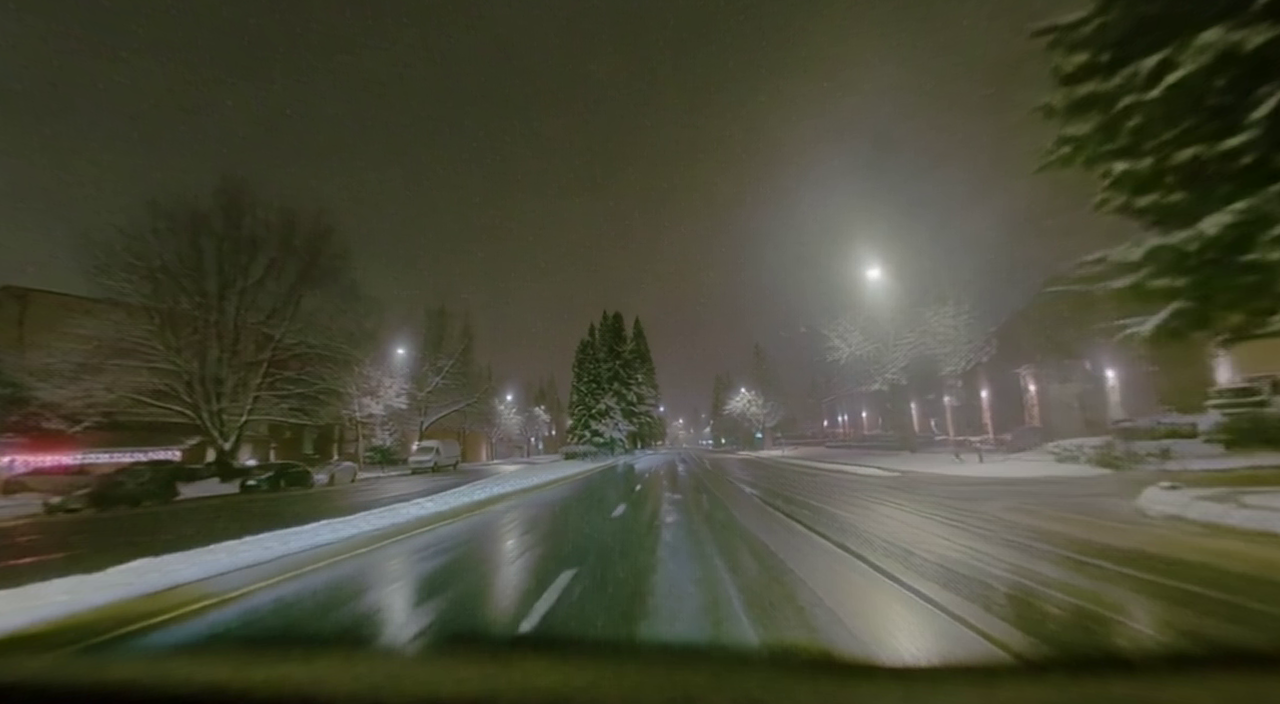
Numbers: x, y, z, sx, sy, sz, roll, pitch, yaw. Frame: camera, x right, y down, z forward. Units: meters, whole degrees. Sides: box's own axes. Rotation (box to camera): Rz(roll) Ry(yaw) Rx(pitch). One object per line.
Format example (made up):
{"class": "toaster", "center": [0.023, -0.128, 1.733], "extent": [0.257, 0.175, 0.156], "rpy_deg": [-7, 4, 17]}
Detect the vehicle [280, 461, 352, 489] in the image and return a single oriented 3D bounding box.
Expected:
{"class": "vehicle", "center": [-19.703, 7.462, 38.505], "extent": [1.820, 1.459, 4.559], "rpy_deg": [-1, -8, 3]}

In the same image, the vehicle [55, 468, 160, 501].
{"class": "vehicle", "center": [-26.634, 6.608, 31.677], "extent": [1.872, 1.413, 3.806], "rpy_deg": [-1, -9, 1]}

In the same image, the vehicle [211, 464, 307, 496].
{"class": "vehicle", "center": [-19.914, 6.687, 33.172], "extent": [1.929, 1.393, 4.611], "rpy_deg": [-1, -8, 4]}

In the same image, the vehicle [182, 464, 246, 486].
{"class": "vehicle", "center": [-29.366, 8.470, 43.507], "extent": [1.610, 1.378, 3.889], "rpy_deg": [-2, -10, 0]}

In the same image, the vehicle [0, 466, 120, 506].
{"class": "vehicle", "center": [-29.147, 6.624, 31.476], "extent": [1.870, 1.601, 5.128], "rpy_deg": [0, -8, 0]}
